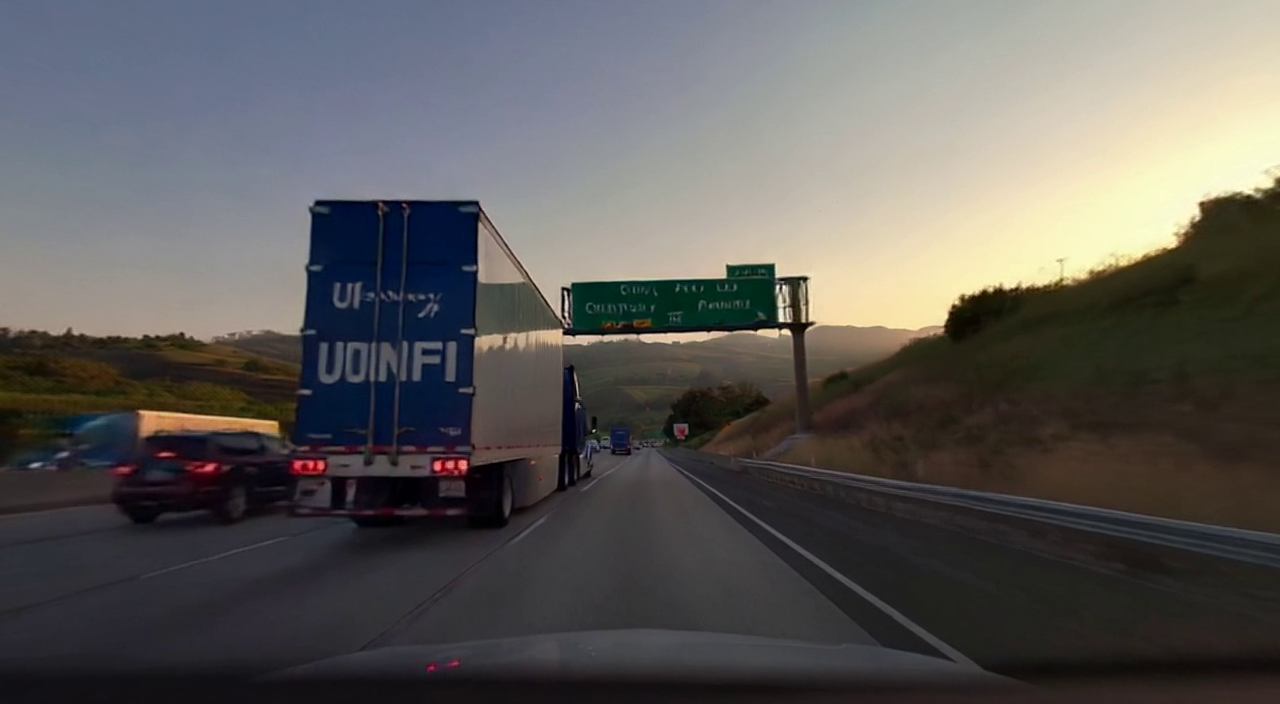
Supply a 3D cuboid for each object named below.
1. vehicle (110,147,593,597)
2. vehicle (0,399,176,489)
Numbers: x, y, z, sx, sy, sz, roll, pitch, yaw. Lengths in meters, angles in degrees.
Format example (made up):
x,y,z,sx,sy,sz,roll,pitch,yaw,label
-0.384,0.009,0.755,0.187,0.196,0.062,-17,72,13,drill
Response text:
x,y,z,sx,sy,sz,roll,pitch,yaw,label
-3.247,1.242,14.110,3.202,4.352,16.251,0,-8,0,vehicle
-27.731,4.536,31.421,2.981,3.863,8.250,0,-8,-2,vehicle
